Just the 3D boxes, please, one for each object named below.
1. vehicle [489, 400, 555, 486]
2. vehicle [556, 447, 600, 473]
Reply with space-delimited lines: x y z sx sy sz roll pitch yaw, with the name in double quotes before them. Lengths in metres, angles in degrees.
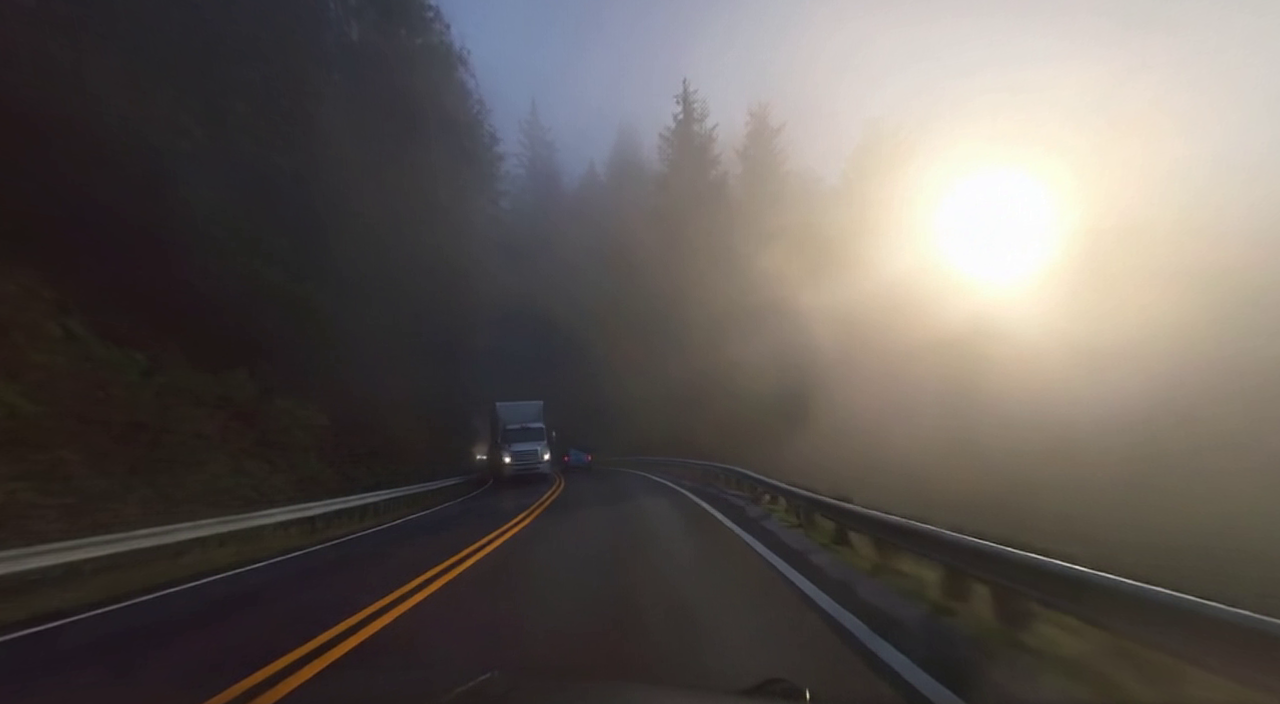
"vehicle" -7.297 5.431 37.576 2.999 4.301 11.457 2 -9 -14
"vehicle" -4.002 6.827 40.142 2.120 1.491 4.349 2 -9 -14
